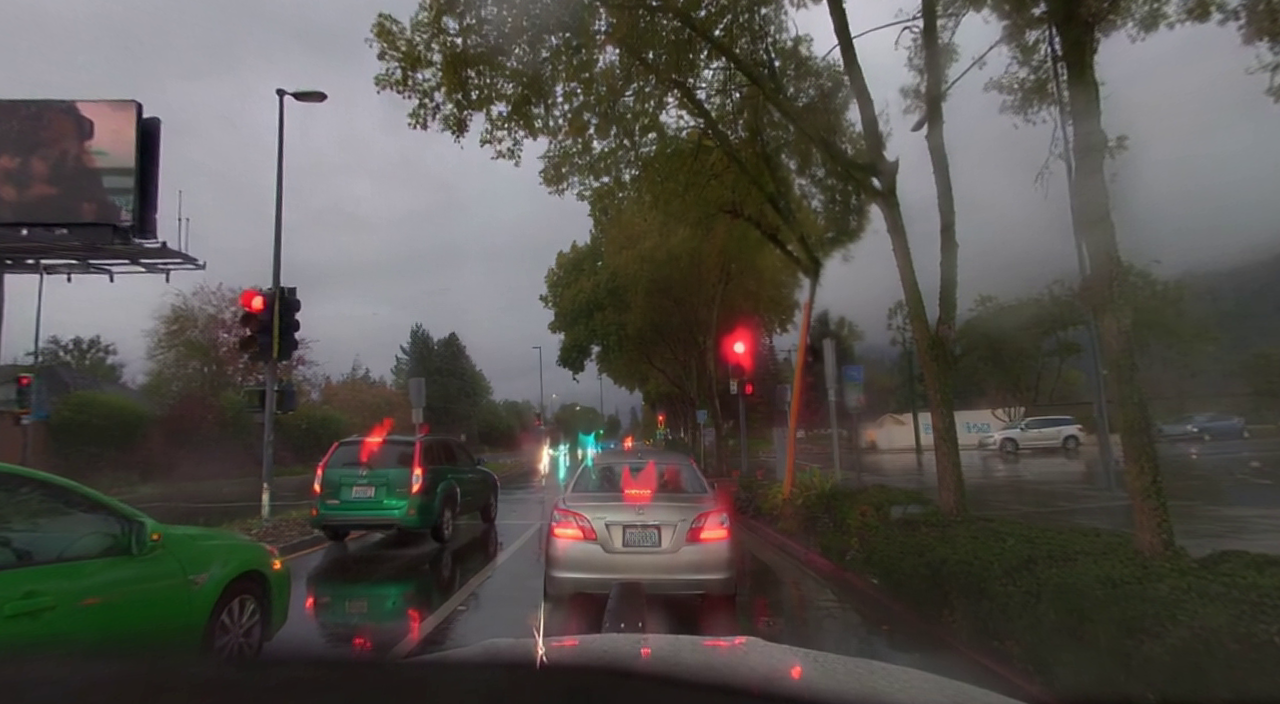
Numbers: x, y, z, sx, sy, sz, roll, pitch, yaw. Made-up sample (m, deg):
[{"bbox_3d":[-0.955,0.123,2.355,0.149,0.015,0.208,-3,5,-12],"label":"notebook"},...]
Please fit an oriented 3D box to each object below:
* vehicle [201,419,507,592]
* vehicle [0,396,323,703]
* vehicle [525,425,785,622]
[{"bbox_3d":[-3.171,1.786,8.130,1.950,1.628,4.082,-1,-9,1],"label":"vehicle"},{"bbox_3d":[-3.156,0.960,2.409,1.808,1.520,3.846,-1,-9,1],"label":"vehicle"},{"bbox_3d":[0.048,1.577,6.622,1.977,1.467,3.474,0,-9,-2],"label":"vehicle"}]
